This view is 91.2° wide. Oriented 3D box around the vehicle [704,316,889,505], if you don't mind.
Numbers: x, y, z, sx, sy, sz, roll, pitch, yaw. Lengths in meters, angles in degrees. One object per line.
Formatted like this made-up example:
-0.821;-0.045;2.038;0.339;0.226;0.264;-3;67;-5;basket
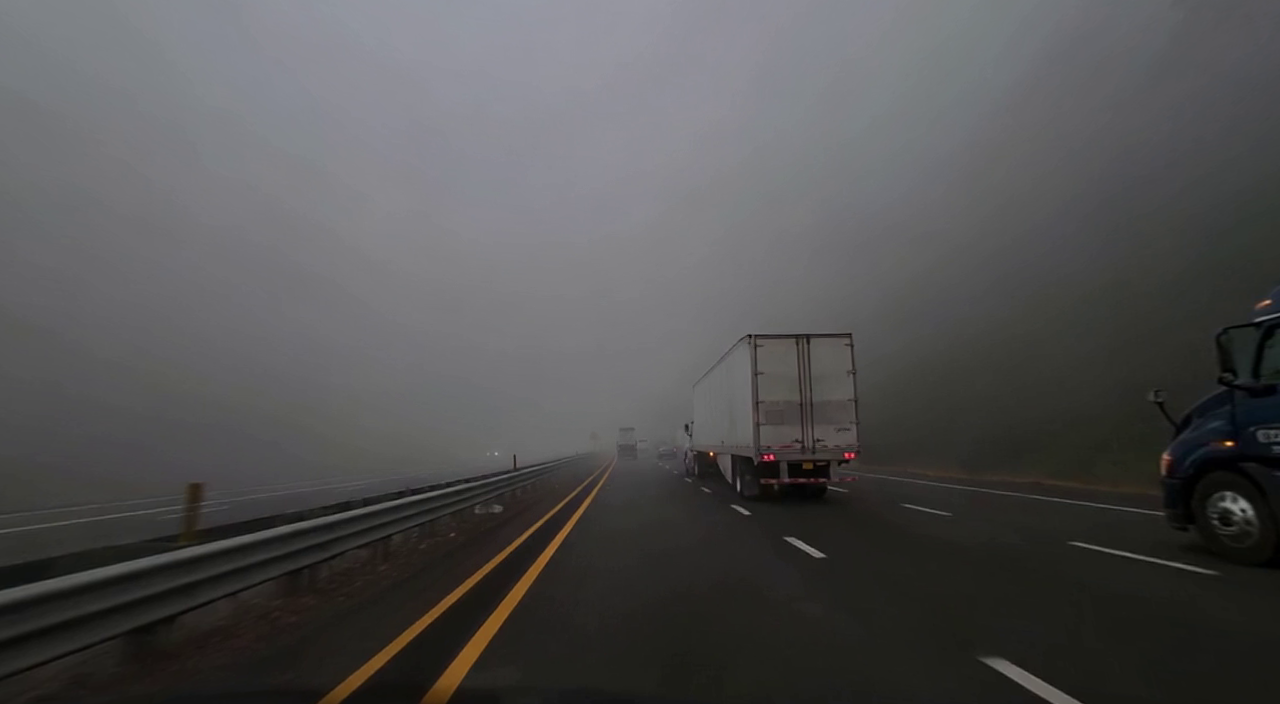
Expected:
3.779;1.868;17.776;2.816;4.086;8.486;0;-9;-1;vehicle

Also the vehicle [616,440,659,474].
-0.055;5.509;33.060;2.127;1.642;3.899;-1;-9;2;vehicle
